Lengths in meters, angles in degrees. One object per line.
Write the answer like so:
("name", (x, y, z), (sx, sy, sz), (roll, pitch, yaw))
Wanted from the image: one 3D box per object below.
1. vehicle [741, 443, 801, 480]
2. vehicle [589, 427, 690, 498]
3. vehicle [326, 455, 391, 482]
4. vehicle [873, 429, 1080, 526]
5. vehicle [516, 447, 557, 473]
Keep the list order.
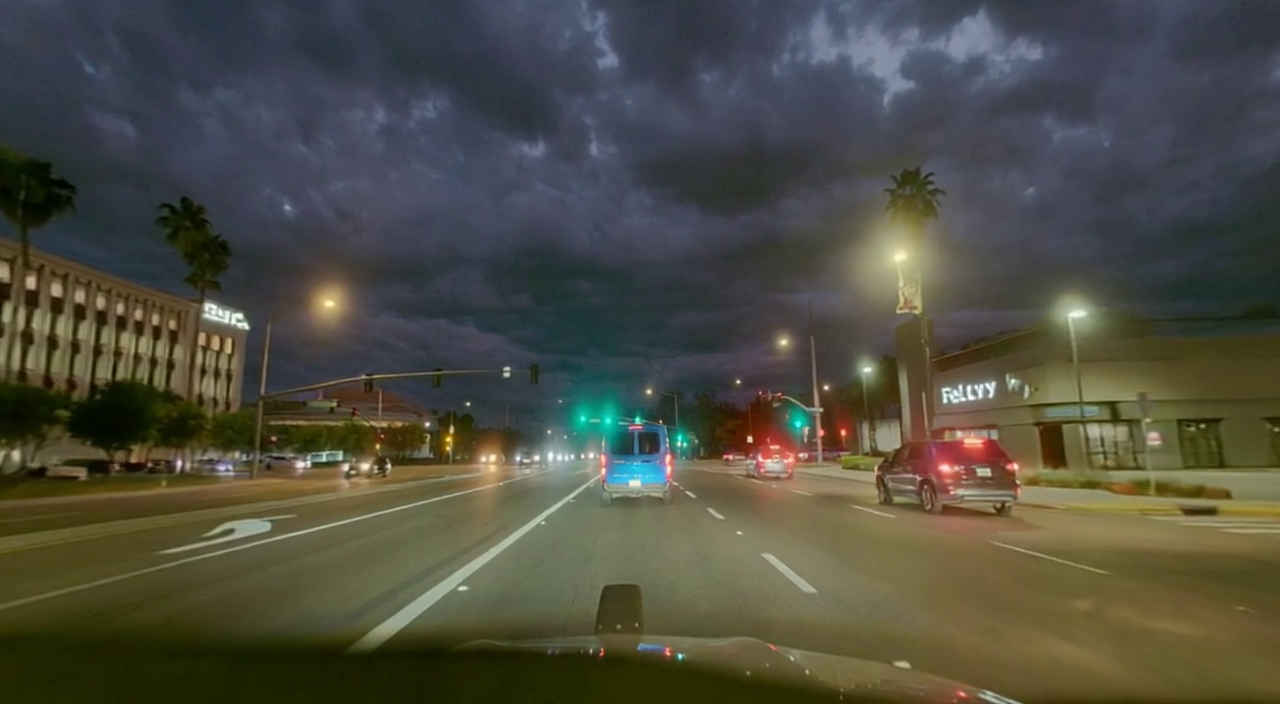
("vehicle", (6.508, 5.497, 31.916), (1.931, 1.692, 4.267), (0, -9, -2))
("vehicle", (-0.103, 3.546, 20.687), (2.848, 1.991, 5.706), (0, -9, -2))
("vehicle", (-16.845, 6.969, 38.037), (1.953, 1.480, 4.632), (0, -9, -3))
("vehicle", (7.130, 2.686, 14.097), (2.023, 1.771, 4.488), (0, -9, -2))
("vehicle", (-6.953, 7.275, 42.777), (2.109, 1.653, 4.681), (0, -9, -2))
